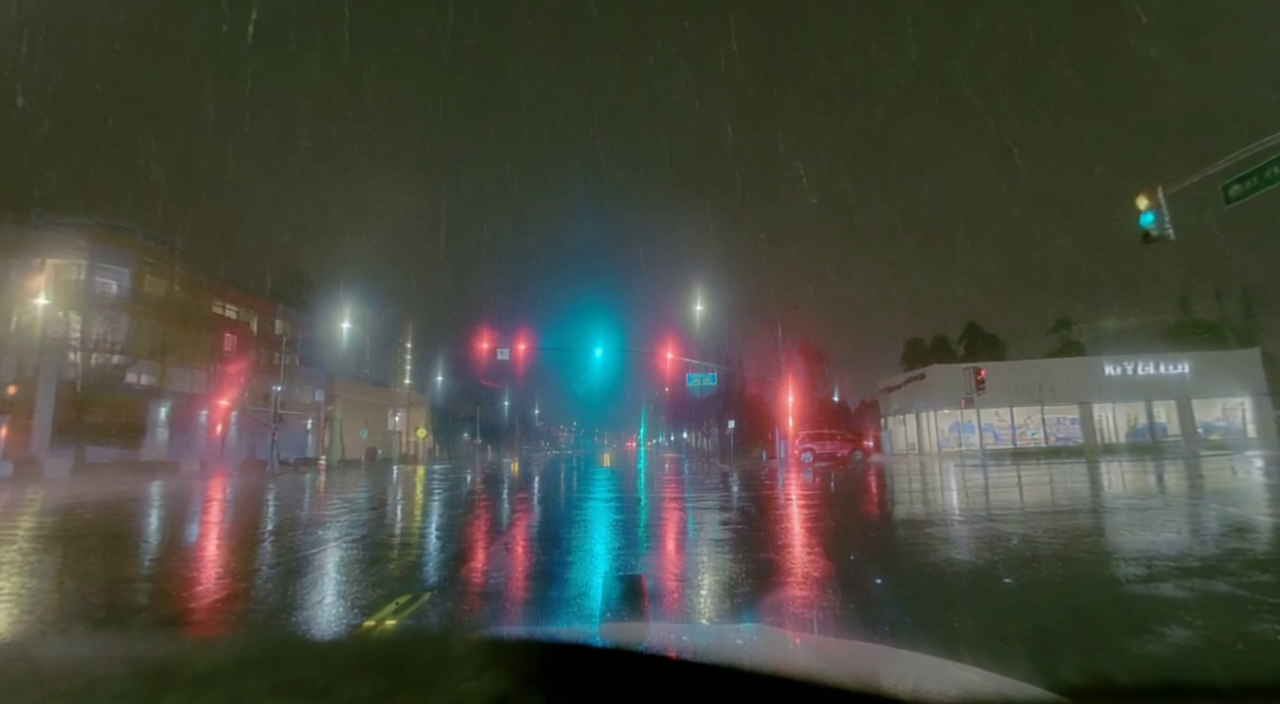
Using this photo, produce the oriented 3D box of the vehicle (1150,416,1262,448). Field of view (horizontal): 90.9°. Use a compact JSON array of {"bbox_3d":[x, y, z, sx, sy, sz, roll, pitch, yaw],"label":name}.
[{"bbox_3d":[28.278,4.067,31.712,1.799,1.459,4.266,-1,-8,3],"label":"vehicle"}]
